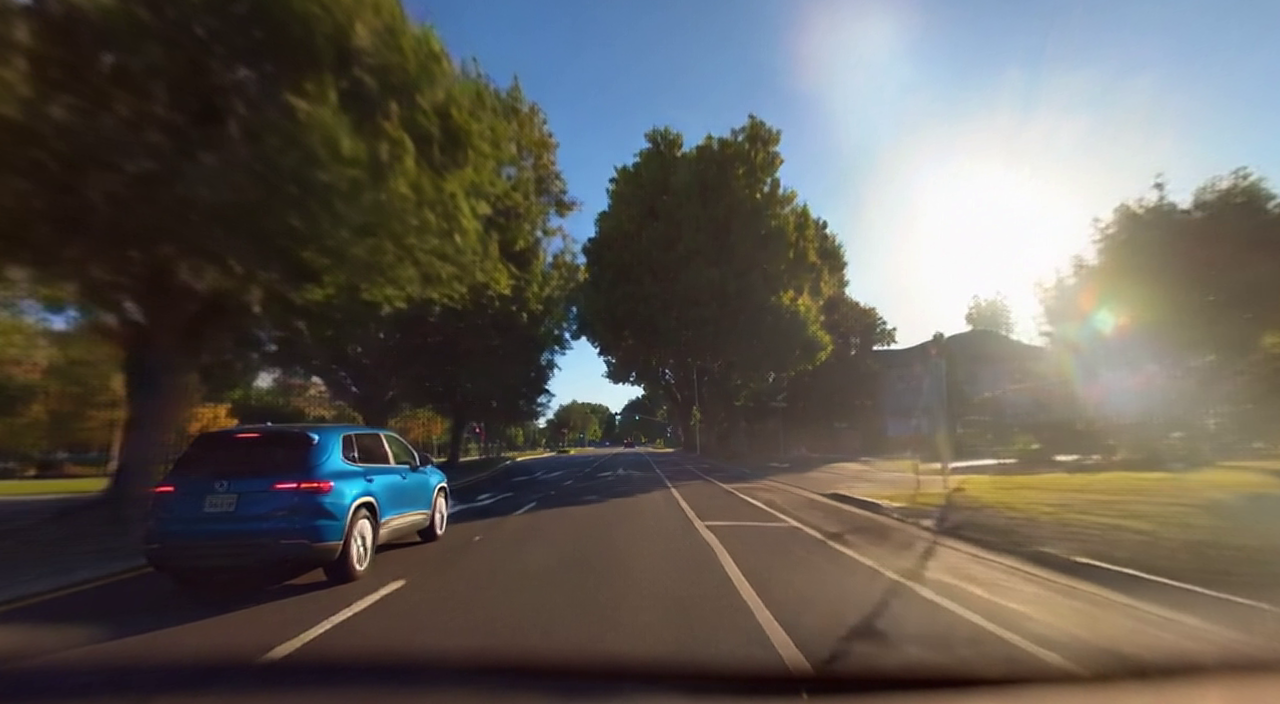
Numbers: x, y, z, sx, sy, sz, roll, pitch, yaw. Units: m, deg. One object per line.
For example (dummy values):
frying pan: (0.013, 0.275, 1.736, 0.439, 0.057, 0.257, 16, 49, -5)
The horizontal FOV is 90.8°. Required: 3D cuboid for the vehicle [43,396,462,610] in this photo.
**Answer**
vehicle: (-3.800, 1.563, 7.440, 2.121, 1.724, 4.392, -1, -8, 0)
